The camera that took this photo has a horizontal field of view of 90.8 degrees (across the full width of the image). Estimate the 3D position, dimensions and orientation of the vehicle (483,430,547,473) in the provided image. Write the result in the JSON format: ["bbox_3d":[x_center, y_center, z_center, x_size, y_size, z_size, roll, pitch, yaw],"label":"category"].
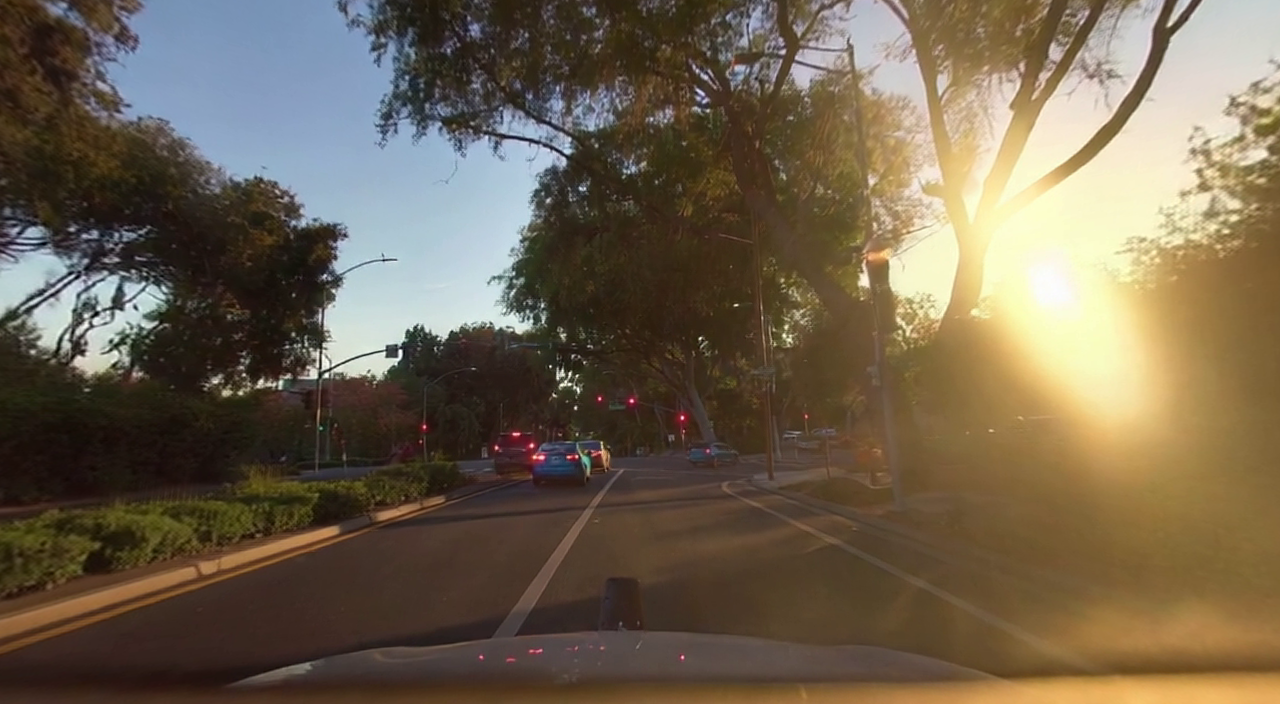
[{"bbox_3d":[-6.268,5.073,32.348,2.390,2.020,5.085,0,-9,-2],"label":"vehicle"}]

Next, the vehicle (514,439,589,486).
[{"bbox_3d":[-2.974,3.834,22.145,1.979,1.492,3.930,0,-9,1],"label":"vehicle"}]

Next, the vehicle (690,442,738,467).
[{"bbox_3d":[4.507,6.136,38.055,1.945,1.410,4.284,-3,-9,19],"label":"vehicle"}]

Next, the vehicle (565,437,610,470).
[{"bbox_3d":[-2.789,5.546,34.667,2.055,1.679,4.155,0,-9,1],"label":"vehicle"}]
